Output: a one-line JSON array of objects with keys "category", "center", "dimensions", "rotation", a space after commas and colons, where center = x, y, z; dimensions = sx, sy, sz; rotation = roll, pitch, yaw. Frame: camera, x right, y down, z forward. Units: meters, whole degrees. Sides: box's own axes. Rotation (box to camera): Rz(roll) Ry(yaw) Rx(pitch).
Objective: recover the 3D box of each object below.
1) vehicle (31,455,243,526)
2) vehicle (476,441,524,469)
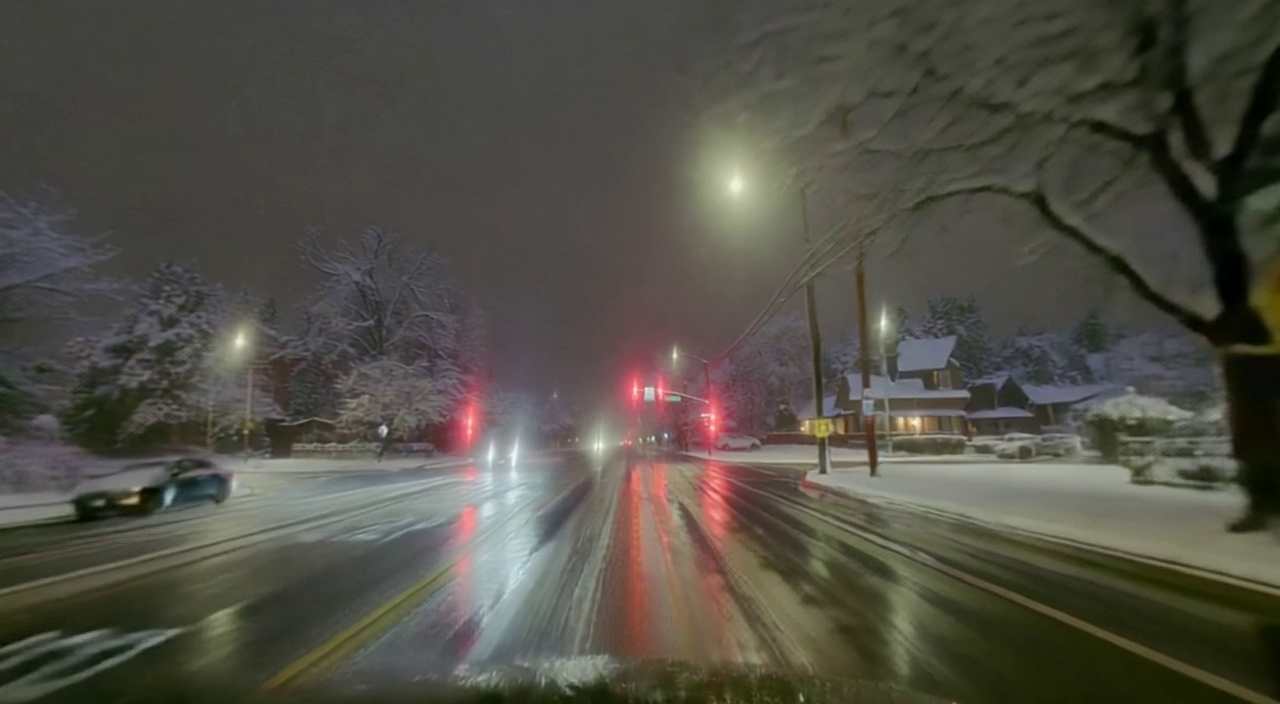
[{"category": "vehicle", "center": [-12.785, 3.501, 16.528], "dimensions": [1.851, 1.482, 4.443], "rotation": [-1, -8, 0]}, {"category": "vehicle", "center": [-8.040, 5.924, 36.609], "dimensions": [1.869, 1.497, 3.768], "rotation": [-1, -8, 1]}]
